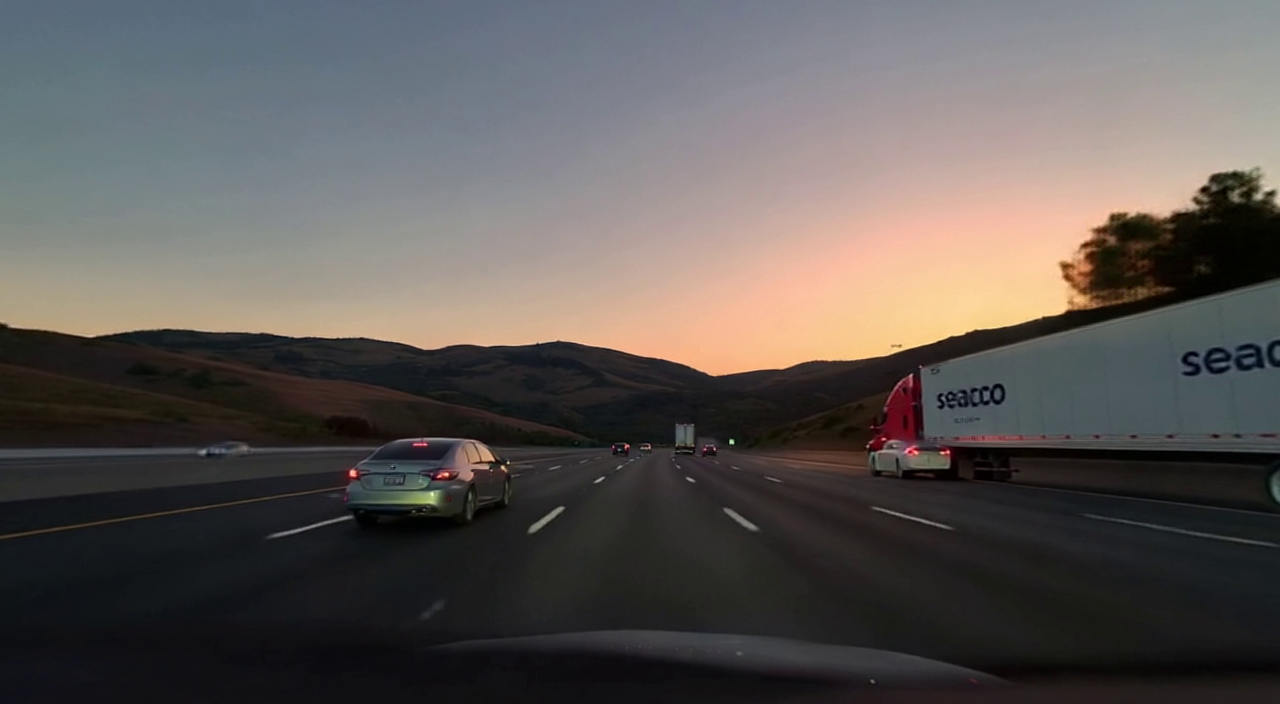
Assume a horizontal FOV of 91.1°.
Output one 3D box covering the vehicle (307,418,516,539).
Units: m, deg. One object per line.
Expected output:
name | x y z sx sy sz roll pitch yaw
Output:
vehicle | -3.484 1.999 10.483 1.967 1.615 3.886 0 -8 1

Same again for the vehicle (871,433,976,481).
vehicle | 11.154 4.165 25.126 2.062 1.736 4.589 0 -8 0
